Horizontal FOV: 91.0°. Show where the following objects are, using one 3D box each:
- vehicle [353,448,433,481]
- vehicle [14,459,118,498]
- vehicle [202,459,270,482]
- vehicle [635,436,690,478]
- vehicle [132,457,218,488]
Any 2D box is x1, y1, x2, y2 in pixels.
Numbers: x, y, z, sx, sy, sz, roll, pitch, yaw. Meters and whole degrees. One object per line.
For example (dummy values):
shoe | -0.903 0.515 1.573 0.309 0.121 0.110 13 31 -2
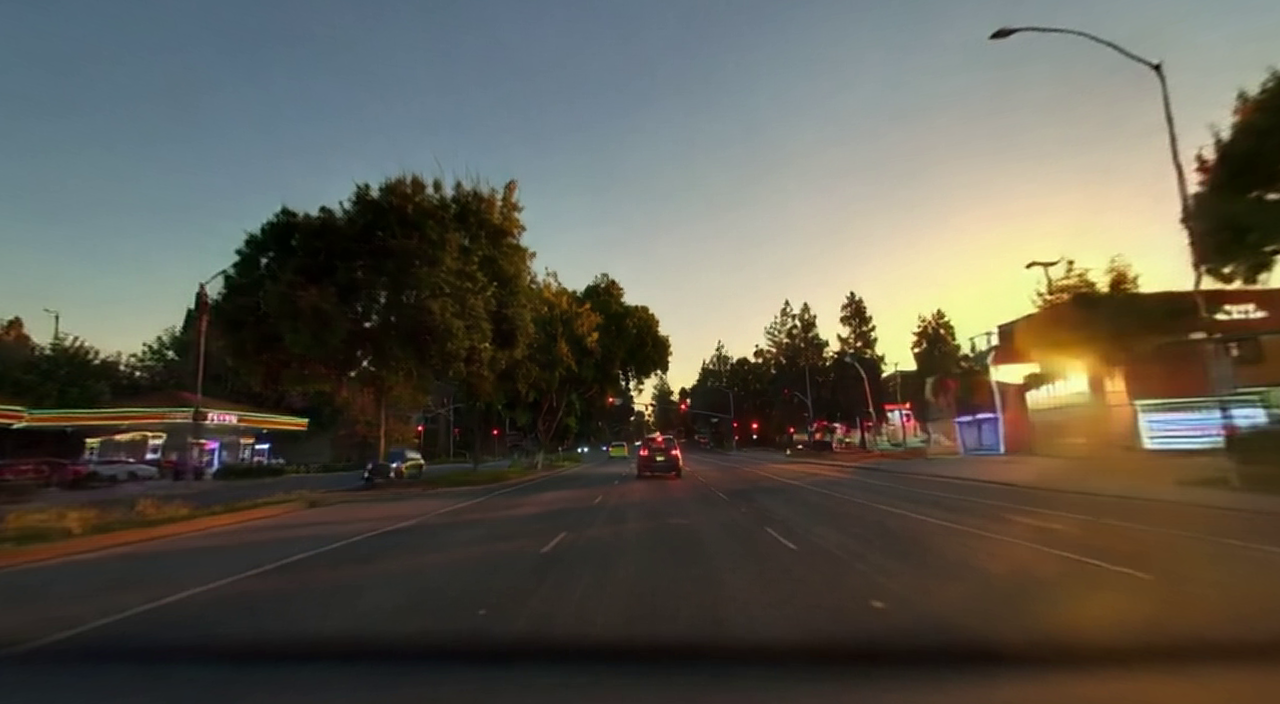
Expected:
vehicle | -12.004 5.471 30.925 1.911 1.489 4.423 -1 -9 4
vehicle | -27.346 5.952 29.962 4.662 1.677 2.026 -5 -10 28
vehicle | -27.659 8.070 43.058 4.538 1.469 1.912 -5 -10 29
vehicle | 0.956 4.596 27.672 2.213 1.715 4.242 0 -9 1
vehicle | -27.263 7.020 36.906 4.428 1.708 1.952 -4 -10 23
